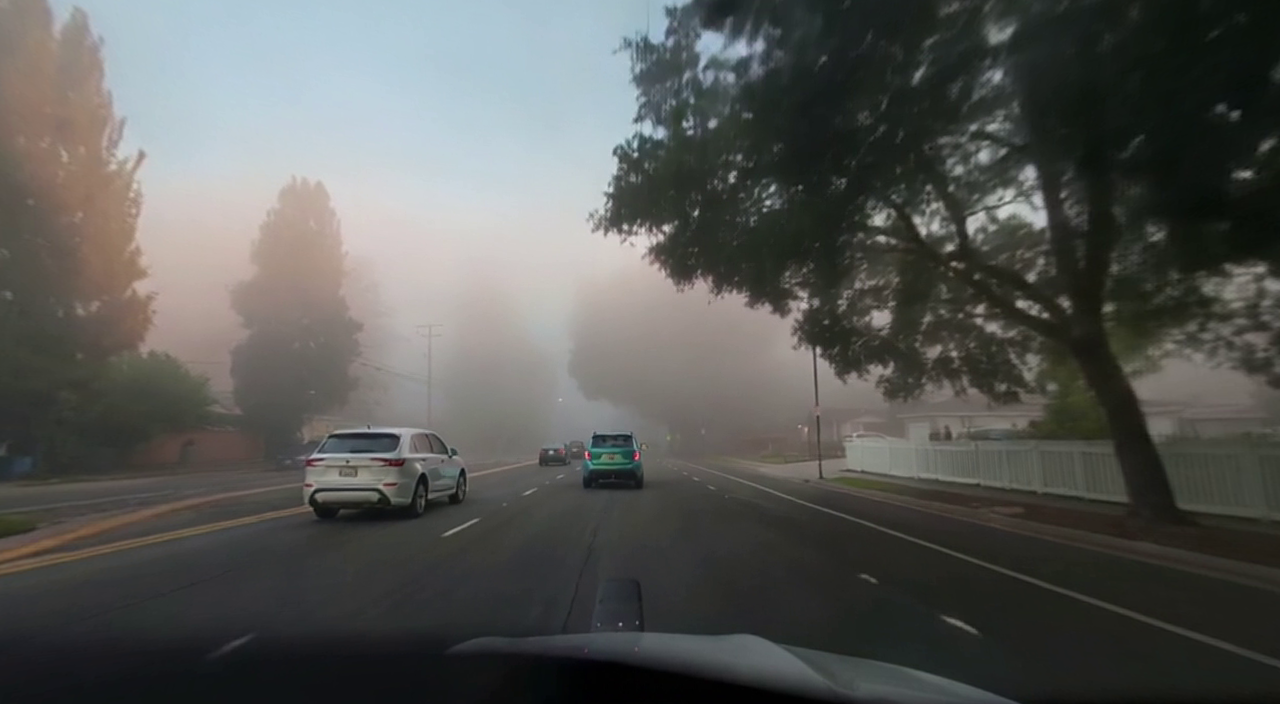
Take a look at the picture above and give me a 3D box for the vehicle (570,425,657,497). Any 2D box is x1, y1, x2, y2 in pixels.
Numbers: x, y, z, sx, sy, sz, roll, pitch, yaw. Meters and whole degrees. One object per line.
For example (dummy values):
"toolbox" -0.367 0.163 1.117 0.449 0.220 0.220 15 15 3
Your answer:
"vehicle" -0.681 3.017 17.785 2.131 1.761 4.242 0 -8 -1

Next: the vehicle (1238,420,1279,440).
"vehicle" 49.129 6.153 49.509 1.968 1.502 4.125 -4 -9 25

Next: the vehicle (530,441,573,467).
"vehicle" -5.374 6.298 39.080 2.014 1.493 4.658 0 -8 0

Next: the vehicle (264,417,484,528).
"vehicle" -4.742 2.218 12.262 2.243 1.722 4.621 0 -8 0
